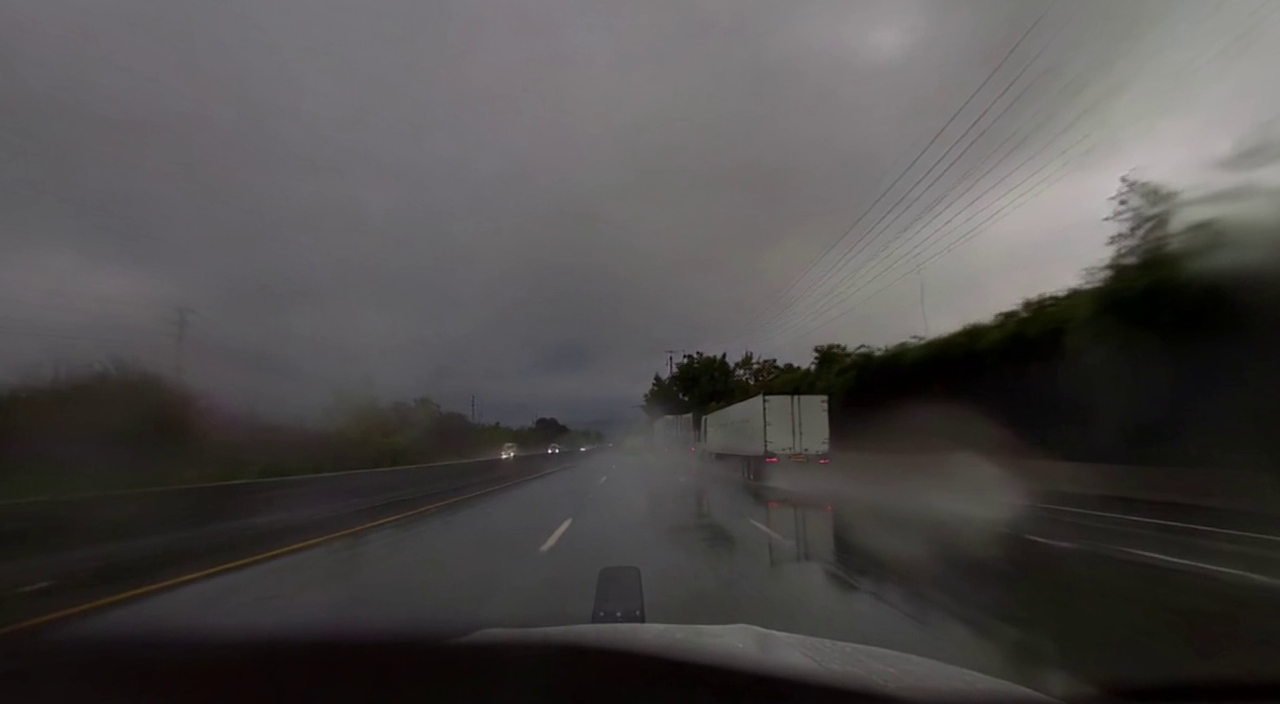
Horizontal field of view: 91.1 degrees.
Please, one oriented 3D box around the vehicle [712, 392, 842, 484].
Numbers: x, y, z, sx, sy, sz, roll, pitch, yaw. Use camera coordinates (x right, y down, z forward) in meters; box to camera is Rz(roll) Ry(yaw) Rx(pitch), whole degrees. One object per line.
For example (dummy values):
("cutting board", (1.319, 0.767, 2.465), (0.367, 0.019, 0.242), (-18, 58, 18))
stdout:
("vehicle", (7.202, 5.186, 37.120), (3.400, 4.134, 17.388), (0, -9, -1))
